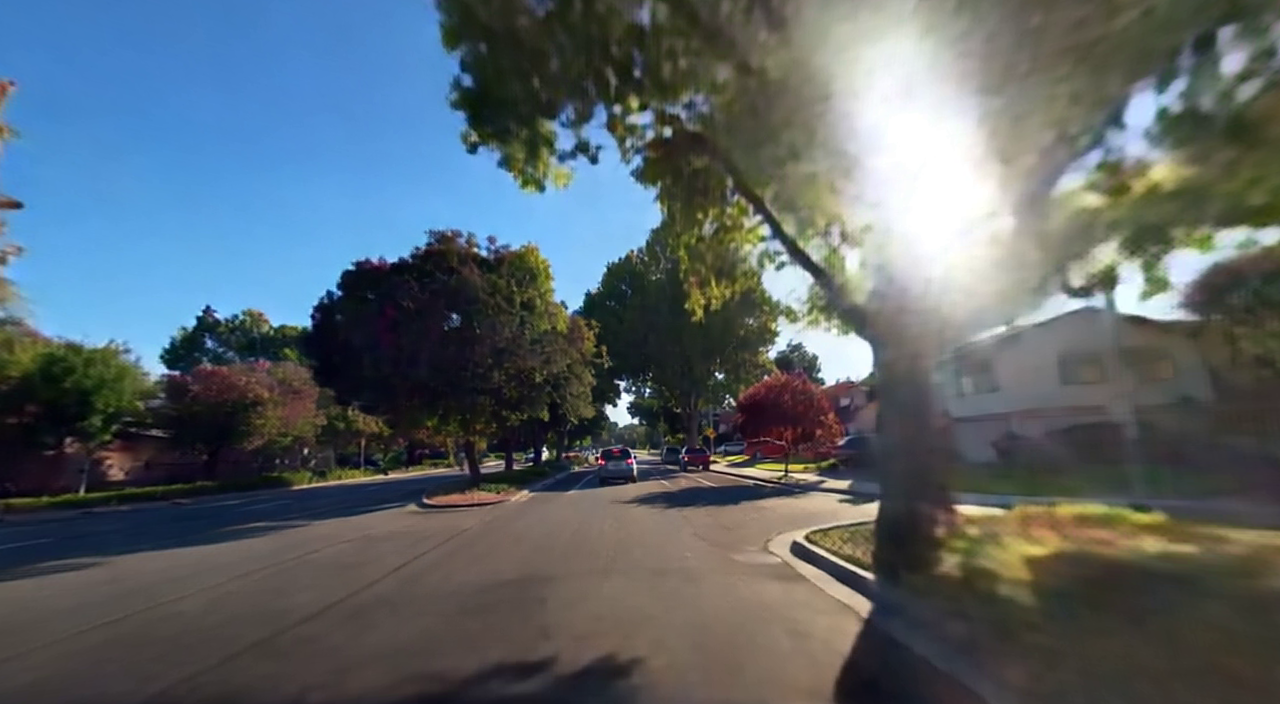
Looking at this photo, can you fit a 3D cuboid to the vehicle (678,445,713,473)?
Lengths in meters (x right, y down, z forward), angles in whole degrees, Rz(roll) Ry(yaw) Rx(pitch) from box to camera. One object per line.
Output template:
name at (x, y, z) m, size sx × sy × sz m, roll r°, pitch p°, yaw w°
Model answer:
vehicle at (3.729, 7.205, 42.953) m, size 2.045 × 1.776 × 4.851 m, roll 0°, pitch -8°, yaw 1°

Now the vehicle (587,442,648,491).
vehicle at (-0.814, 4.219, 23.640) m, size 2.106 × 1.655 × 3.717 m, roll 0°, pitch -8°, yaw -1°
